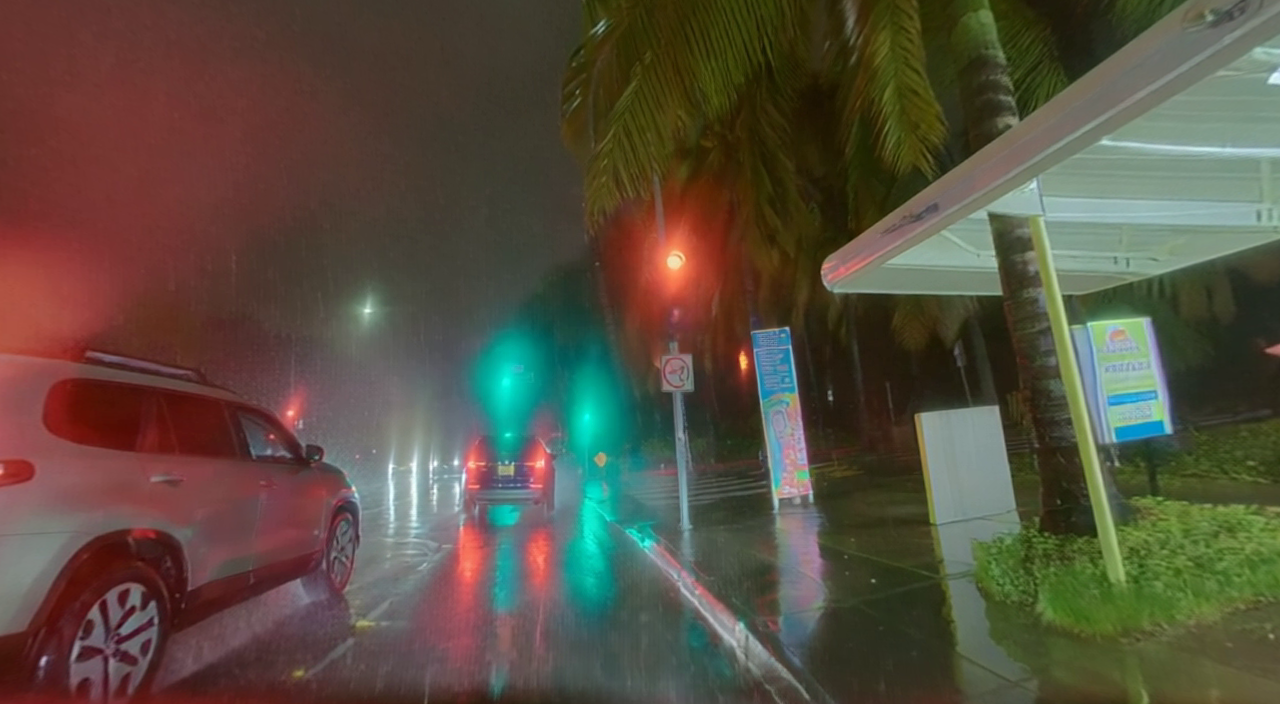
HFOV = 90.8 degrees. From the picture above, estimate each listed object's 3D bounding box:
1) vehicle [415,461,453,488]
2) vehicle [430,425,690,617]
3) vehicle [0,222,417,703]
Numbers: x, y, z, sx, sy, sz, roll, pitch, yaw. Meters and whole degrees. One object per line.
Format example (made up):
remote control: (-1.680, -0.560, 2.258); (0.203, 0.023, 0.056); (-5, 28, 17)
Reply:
vehicle: (-14.616, 8.677, 44.975); (1.964, 1.642, 4.085); (1, -9, -9)
vehicle: (-1.017, 1.650, 7.231); (2.065, 1.467, 4.289); (2, -9, -11)
vehicle: (-2.767, 0.910, 3.214); (2.098, 1.851, 4.571); (1, -9, -7)
